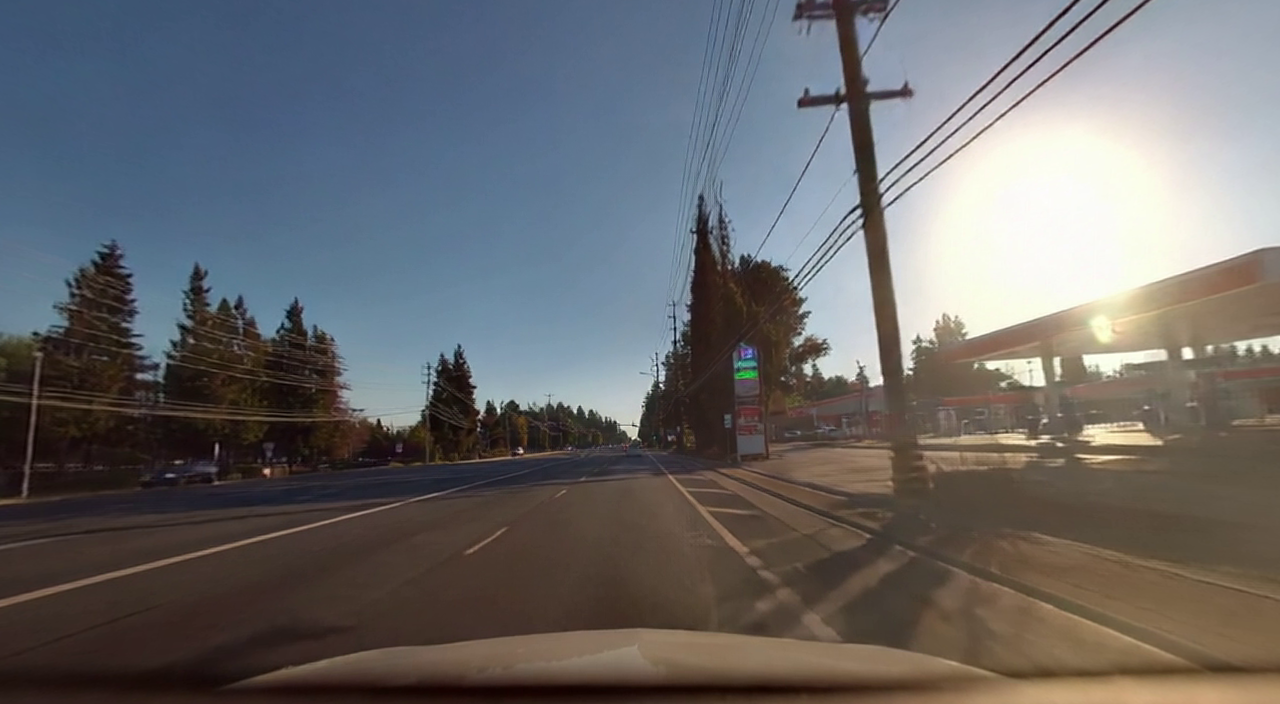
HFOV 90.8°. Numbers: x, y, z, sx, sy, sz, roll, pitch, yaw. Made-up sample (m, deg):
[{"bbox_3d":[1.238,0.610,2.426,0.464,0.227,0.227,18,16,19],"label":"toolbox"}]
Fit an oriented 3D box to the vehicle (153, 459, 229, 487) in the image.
[{"bbox_3d":[-30.221,8.123,42.712,1.940,1.672,4.631,0,-8,-4],"label":"vehicle"}]
